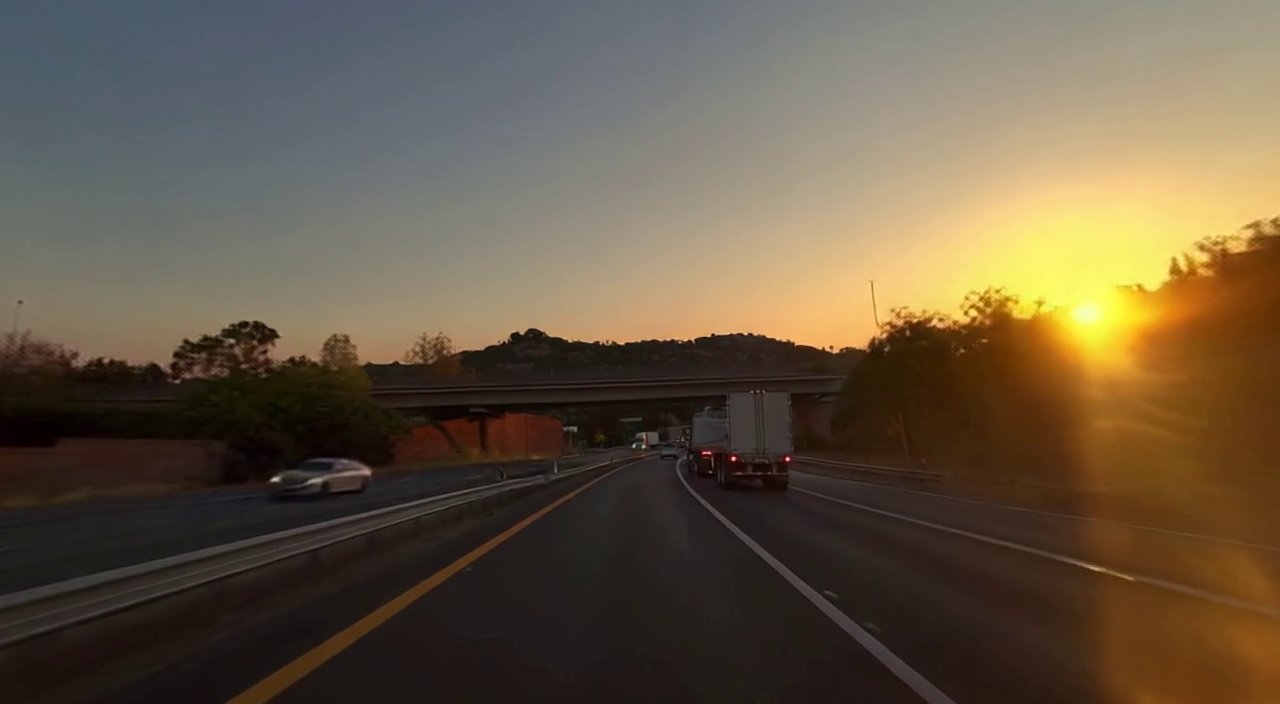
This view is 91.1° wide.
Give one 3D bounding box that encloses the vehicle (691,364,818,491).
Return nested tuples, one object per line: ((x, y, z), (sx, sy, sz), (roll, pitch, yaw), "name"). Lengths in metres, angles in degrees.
((4.139, 3.340, 26.357), (2.965, 4.028, 12.529), (0, -9, 0), "vehicle")

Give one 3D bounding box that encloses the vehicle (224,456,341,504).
((-12.275, 4.388, 21.859), (1.859, 1.465, 3.636), (0, -9, 1), "vehicle")
